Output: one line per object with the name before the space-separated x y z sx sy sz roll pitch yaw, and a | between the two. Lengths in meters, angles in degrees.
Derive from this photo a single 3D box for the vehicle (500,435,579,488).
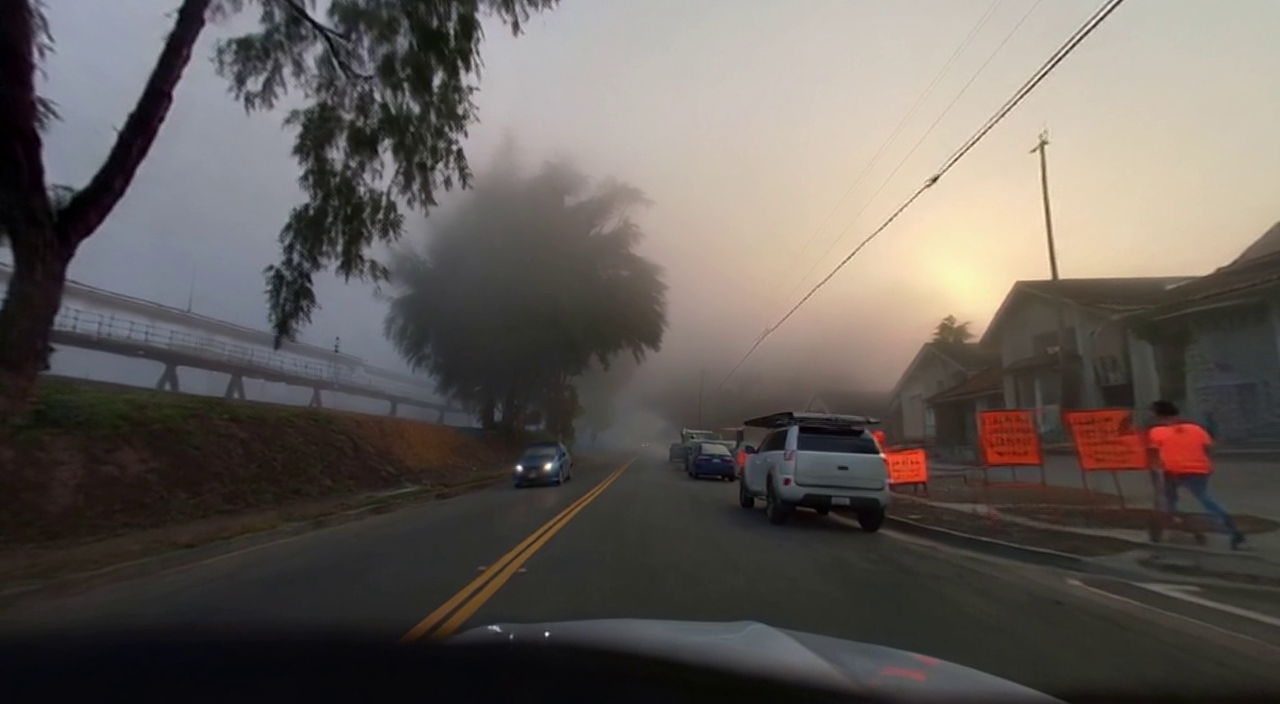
vehicle | -3.537 3.949 23.097 2.078 1.716 4.367 0 -8 1

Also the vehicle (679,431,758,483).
vehicle | 3.310 4.666 28.451 2.617 2.020 6.531 0 -9 -1

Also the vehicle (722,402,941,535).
vehicle | 3.453 2.321 13.237 2.759 2.114 6.152 0 -9 1
